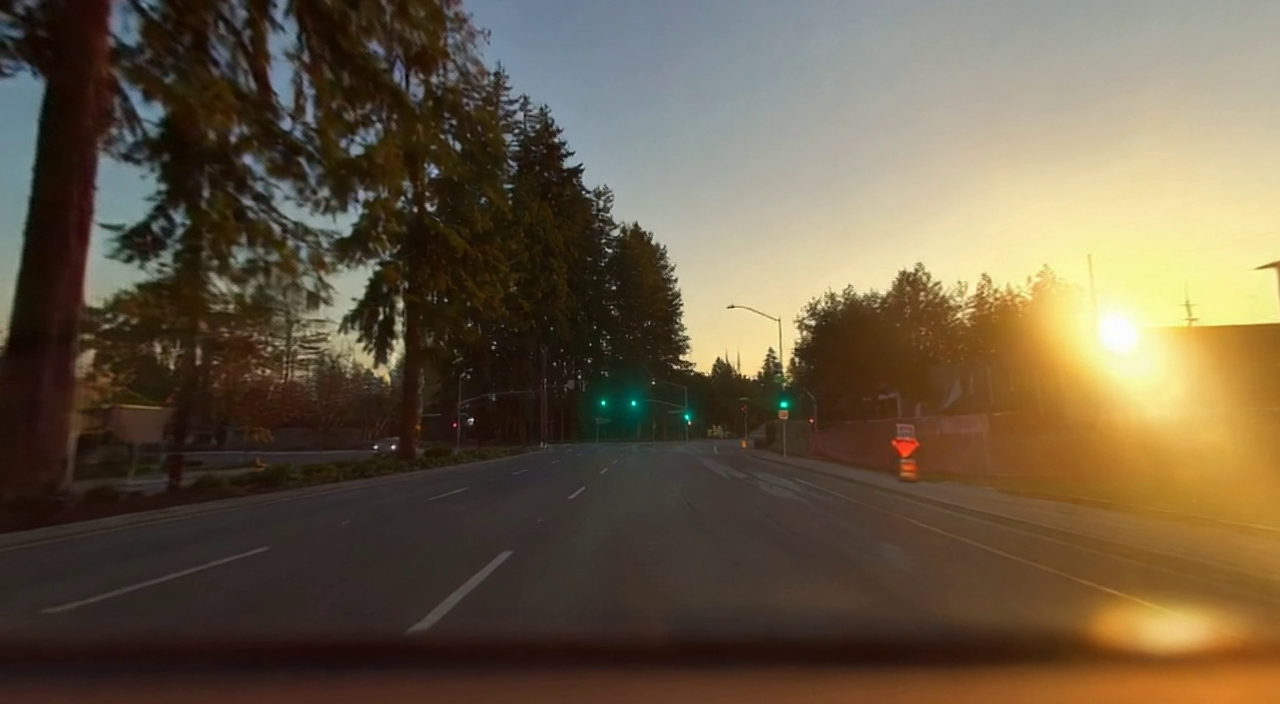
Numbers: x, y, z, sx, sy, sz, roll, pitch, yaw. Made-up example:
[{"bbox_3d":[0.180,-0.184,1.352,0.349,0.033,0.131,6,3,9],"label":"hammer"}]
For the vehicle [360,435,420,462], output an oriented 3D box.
[{"bbox_3d":[-16.671,6.430,42.263,2.006,1.694,4.351,-1,-8,4],"label":"vehicle"}]
